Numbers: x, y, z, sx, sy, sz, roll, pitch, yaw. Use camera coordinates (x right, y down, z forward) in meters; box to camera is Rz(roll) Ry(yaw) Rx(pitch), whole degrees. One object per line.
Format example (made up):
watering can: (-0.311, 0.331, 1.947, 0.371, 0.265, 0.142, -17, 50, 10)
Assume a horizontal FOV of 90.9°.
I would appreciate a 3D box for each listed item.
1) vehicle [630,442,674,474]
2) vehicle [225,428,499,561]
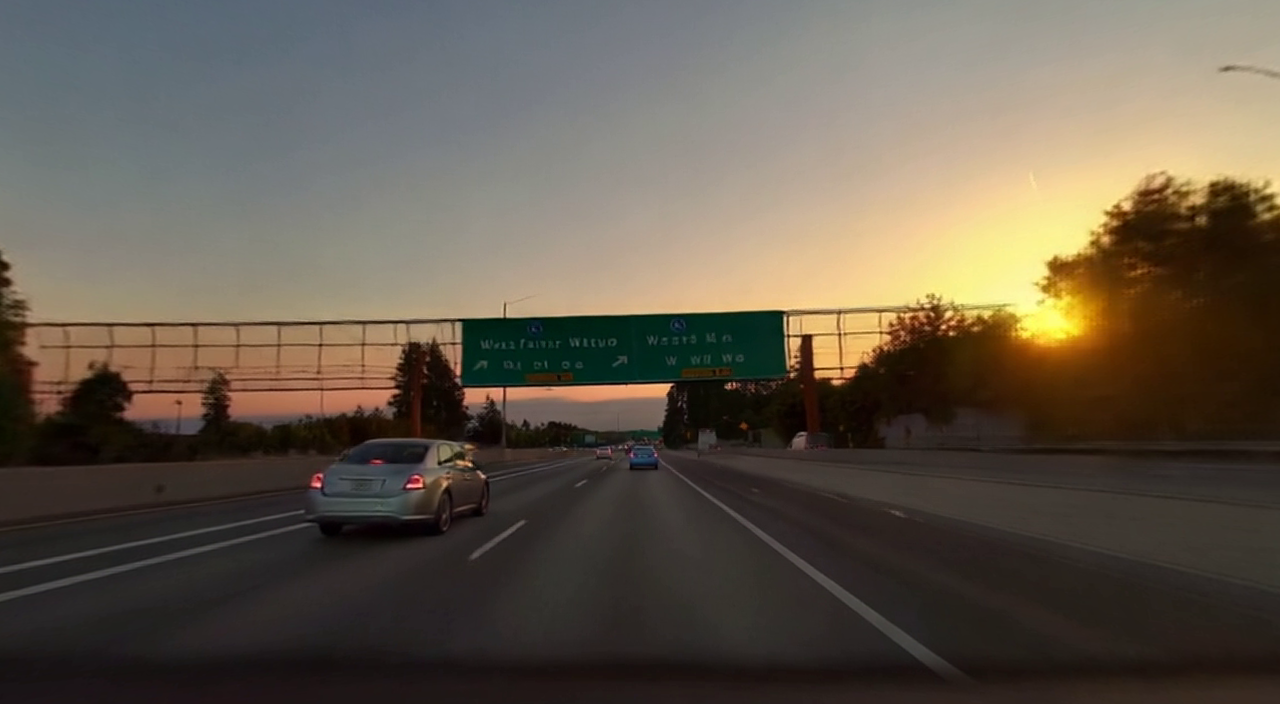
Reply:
vehicle: (0.558, 5.131, 30.599, 2.002, 1.449, 3.612, 0, -9, 0)
vehicle: (-3.600, 1.921, 9.208, 2.062, 1.474, 4.151, 0, -9, 0)
